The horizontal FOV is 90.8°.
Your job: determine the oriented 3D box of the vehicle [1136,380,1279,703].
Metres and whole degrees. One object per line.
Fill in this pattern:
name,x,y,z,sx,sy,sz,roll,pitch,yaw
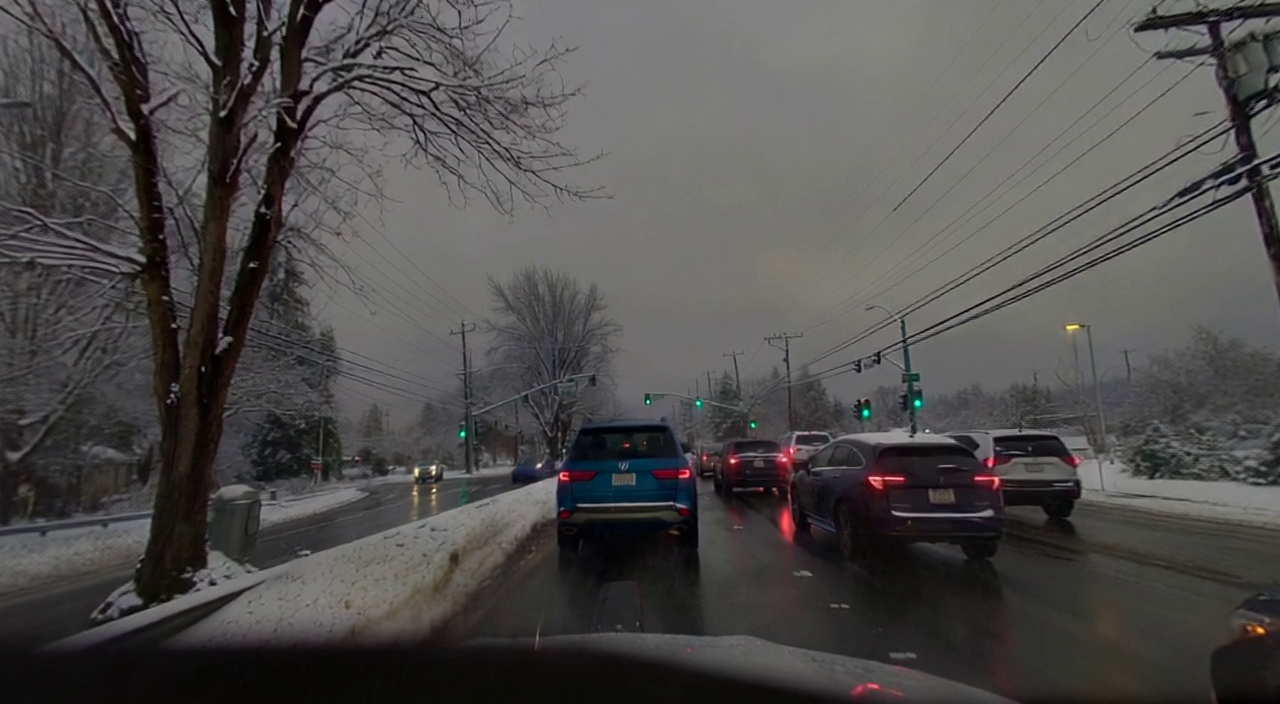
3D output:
vehicle,3.282,0.629,0.735,1.889,1.517,4.308,0,-9,0

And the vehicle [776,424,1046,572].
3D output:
vehicle,3.430,1.919,9.132,1.880,1.579,4.401,0,-9,-1

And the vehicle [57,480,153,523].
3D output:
vehicle,-26.390,7.393,31.168,4.526,1.715,1.989,-10,-13,28

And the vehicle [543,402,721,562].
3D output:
vehicle,-0.141,1.957,10.173,2.231,1.998,4.254,0,-9,-1

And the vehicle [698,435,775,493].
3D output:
vehicle,3.161,3.755,21.556,1.915,1.765,4.047,0,-9,-1
